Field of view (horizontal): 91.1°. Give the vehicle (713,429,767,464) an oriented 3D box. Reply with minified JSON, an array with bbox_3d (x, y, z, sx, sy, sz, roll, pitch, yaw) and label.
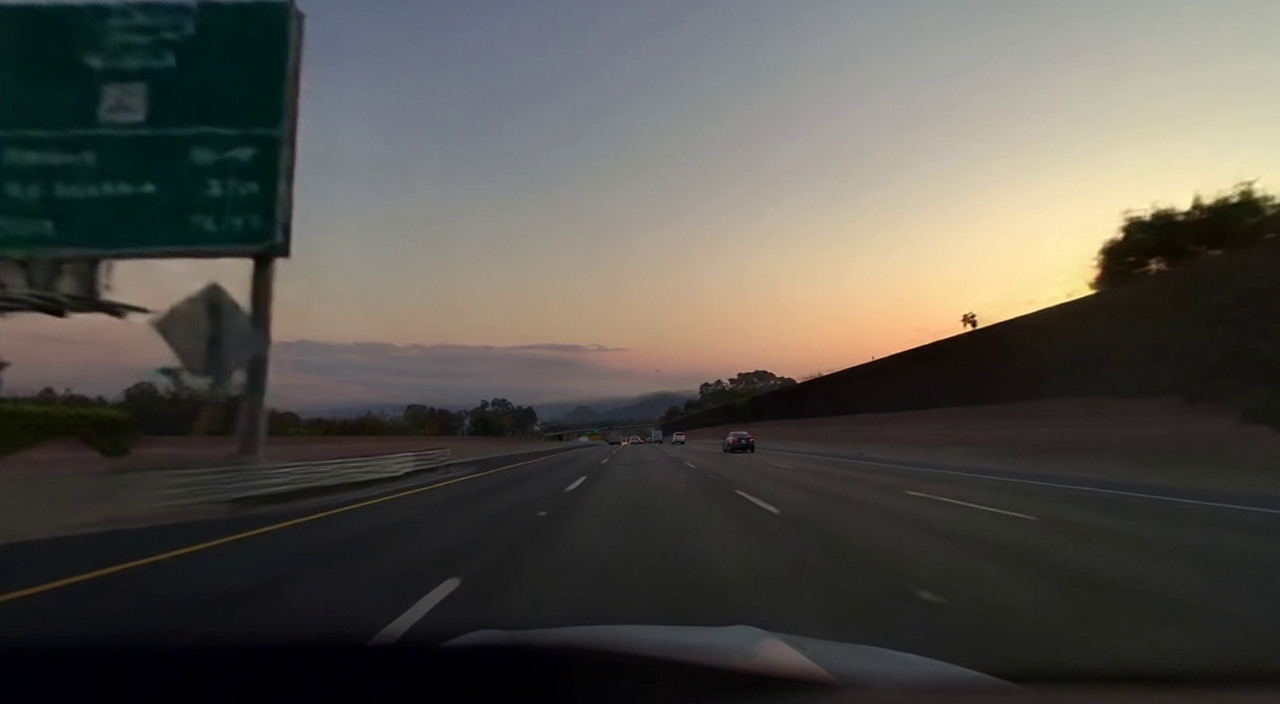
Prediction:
[{"bbox_3d":[4.539,4.354,29.085,1.802,1.492,3.804,0,-8,-1],"label":"vehicle"}]
